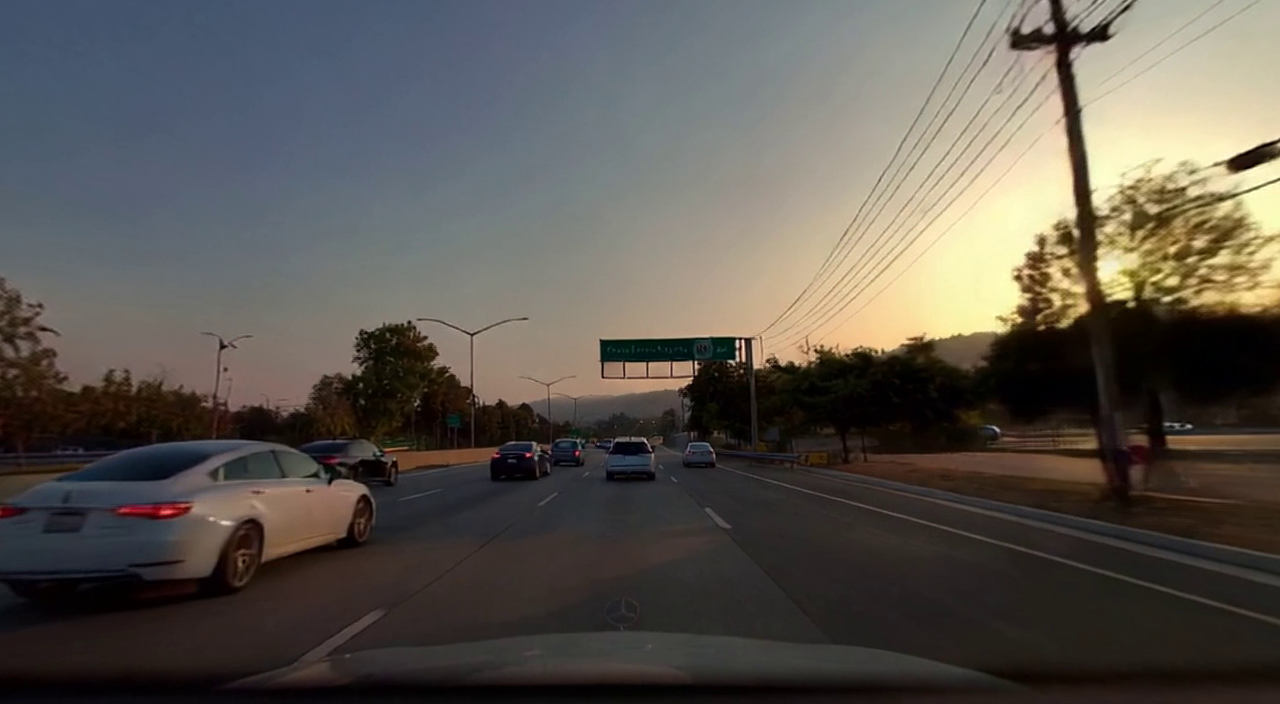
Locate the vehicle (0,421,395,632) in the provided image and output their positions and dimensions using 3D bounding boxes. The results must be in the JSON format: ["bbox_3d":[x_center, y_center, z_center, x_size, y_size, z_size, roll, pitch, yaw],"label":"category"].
[{"bbox_3d":[-4.312,1.538,6.665,1.958,1.447,4.454,1,-8,-5],"label":"vehicle"}]

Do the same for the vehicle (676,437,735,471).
[{"bbox_3d":[2.971,4.747,29.649,2.197,1.464,4.356,0,-8,-2],"label":"vehicle"}]

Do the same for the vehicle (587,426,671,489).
[{"bbox_3d":[-0.311,3.195,19.351,2.284,1.699,4.168,0,-8,-1],"label":"vehicle"}]

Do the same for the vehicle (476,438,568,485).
[{"bbox_3d":[-3.868,3.690,21.646,2.203,1.425,4.610,0,-8,1],"label":"vehicle"}]
